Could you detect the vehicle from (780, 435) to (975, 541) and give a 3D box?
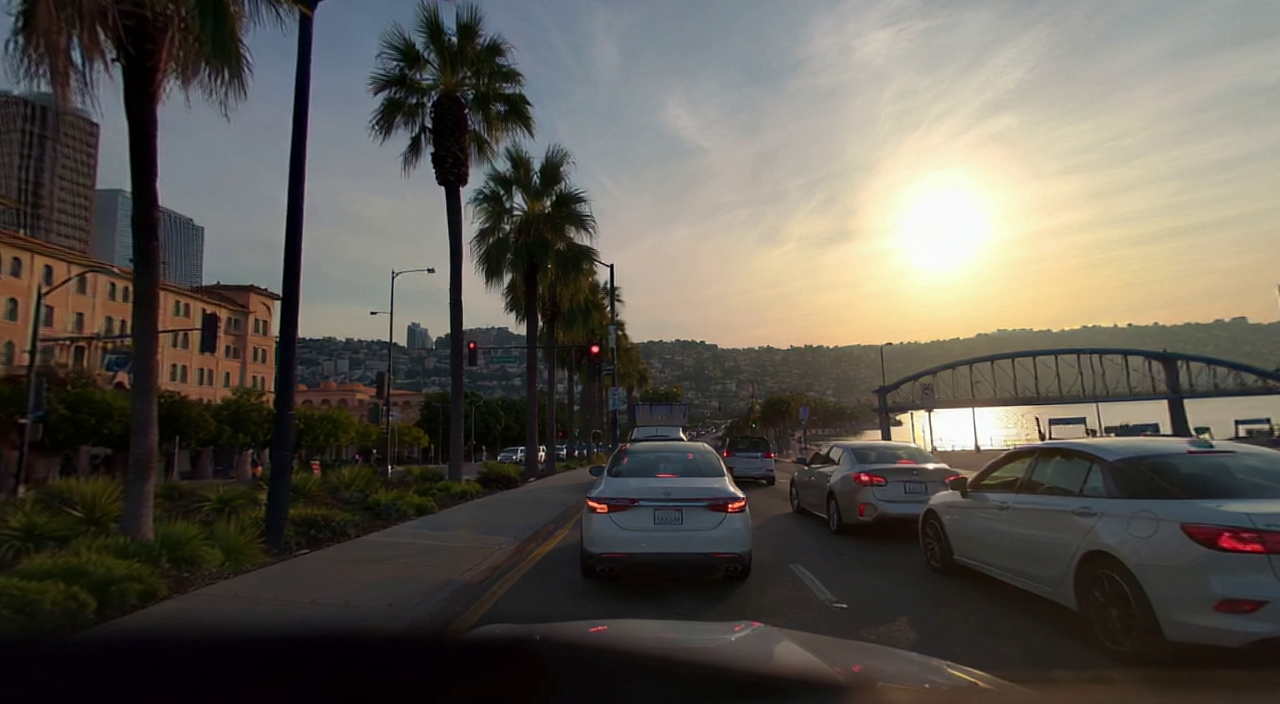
[{"bbox_3d":[3.891,2.288,11.299,1.920,1.490,4.417,-1,-9,3],"label":"vehicle"}]

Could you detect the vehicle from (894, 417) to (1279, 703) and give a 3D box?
[{"bbox_3d":[3.914,1.363,5.078,1.913,1.469,4.425,0,-9,1],"label":"vehicle"}]

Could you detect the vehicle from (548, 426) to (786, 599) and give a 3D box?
[{"bbox_3d":[0.265,1.697,7.473,2.093,1.503,3.681,0,-9,1],"label":"vehicle"}]
